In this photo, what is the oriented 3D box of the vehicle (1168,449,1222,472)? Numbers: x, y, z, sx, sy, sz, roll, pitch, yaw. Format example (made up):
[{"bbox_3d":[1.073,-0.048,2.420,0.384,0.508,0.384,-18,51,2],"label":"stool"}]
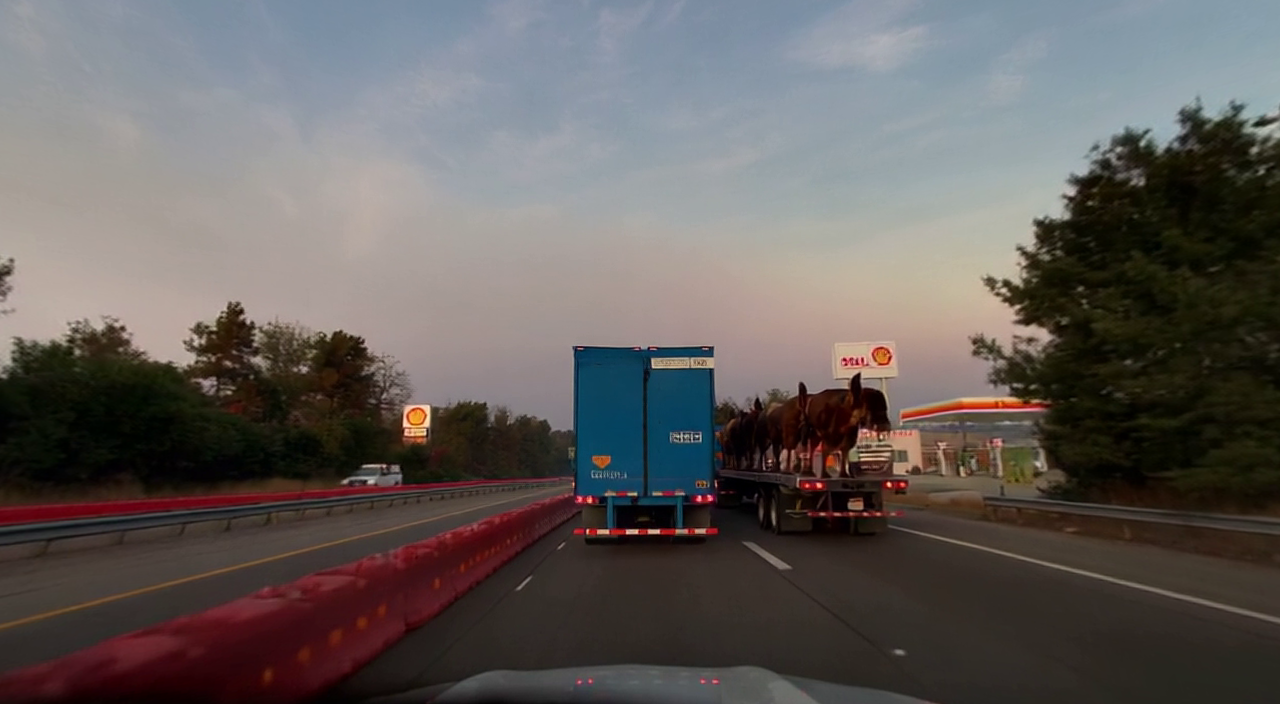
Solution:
[{"bbox_3d":[38.405,7.515,43.563,3.565,1.448,1.866,8,-13,-35],"label":"vehicle"}]

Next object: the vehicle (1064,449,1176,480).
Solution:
[{"bbox_3d":[24.582,5.820,32.526,1.762,1.470,4.485,3,-11,-10],"label":"vehicle"}]

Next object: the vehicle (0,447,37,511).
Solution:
[{"bbox_3d":[-50.252,9.777,49.505,17.220,4.382,2.913,-9,-14,44],"label":"vehicle"}]

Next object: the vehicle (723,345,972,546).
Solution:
[{"bbox_3d":[4.384,2.545,16.284,2.936,3.640,9.443,1,-10,-2],"label":"vehicle"}]

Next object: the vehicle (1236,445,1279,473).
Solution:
[{"bbox_3d":[36.344,6.206,36.257,4.315,1.469,1.823,8,-12,-33],"label":"vehicle"}]

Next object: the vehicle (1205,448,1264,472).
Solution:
[{"bbox_3d":[37.830,6.905,40.033,4.208,1.429,1.820,8,-13,-35],"label":"vehicle"}]

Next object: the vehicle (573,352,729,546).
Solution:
[{"bbox_3d":[0.103,2.429,15.190,2.618,3.306,8.676,1,-10,-1],"label":"vehicle"}]

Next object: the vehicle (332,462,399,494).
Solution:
[{"bbox_3d":[-16.872,7.765,39.017,1.981,1.824,4.637,1,-10,0],"label":"vehicle"}]

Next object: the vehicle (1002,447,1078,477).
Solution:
[{"bbox_3d":[24.718,6.848,39.102,1.919,1.722,4.024,1,-10,-2],"label":"vehicle"}]
